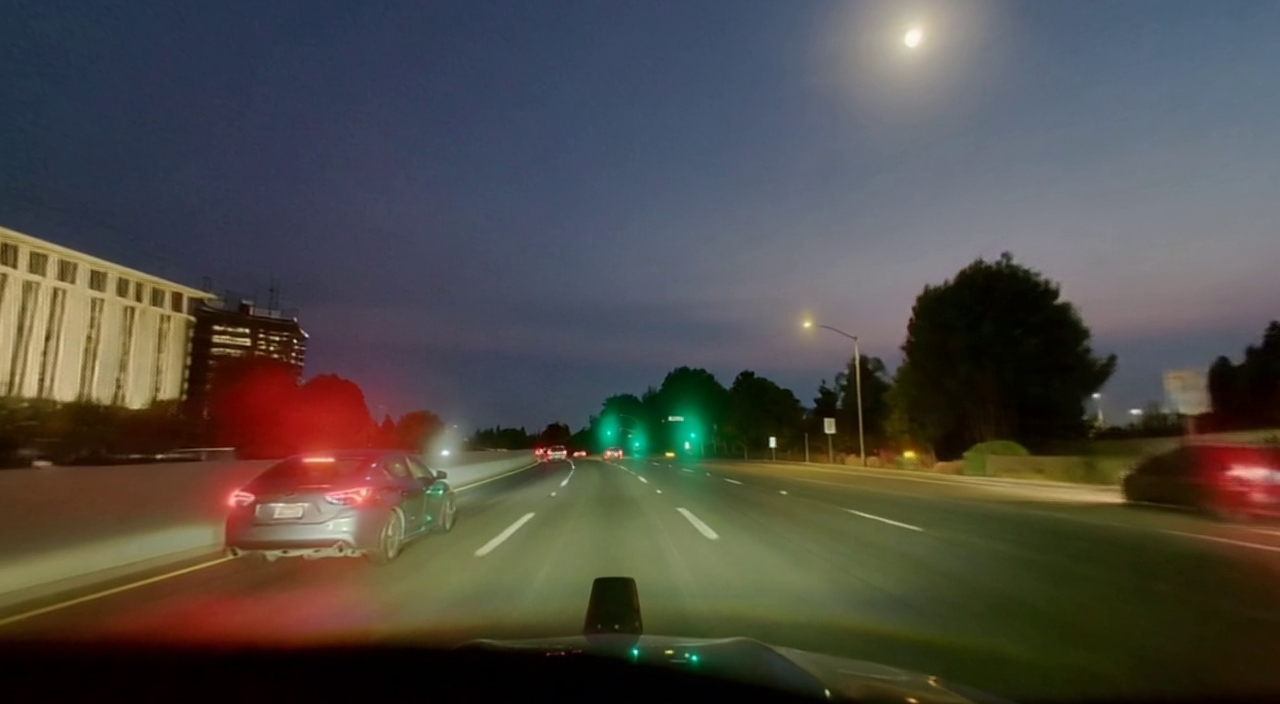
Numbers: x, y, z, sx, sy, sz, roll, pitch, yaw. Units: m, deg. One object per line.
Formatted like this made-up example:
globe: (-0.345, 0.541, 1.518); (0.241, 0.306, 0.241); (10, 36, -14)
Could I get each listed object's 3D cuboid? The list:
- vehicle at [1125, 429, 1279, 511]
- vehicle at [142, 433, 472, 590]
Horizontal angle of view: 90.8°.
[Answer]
vehicle: (13.721, 2.526, 13.789); (1.983, 1.613, 5.190); (0, -8, -2)
vehicle: (-3.764, 1.850, 8.267); (2.018, 1.476, 4.364); (0, -8, -2)
